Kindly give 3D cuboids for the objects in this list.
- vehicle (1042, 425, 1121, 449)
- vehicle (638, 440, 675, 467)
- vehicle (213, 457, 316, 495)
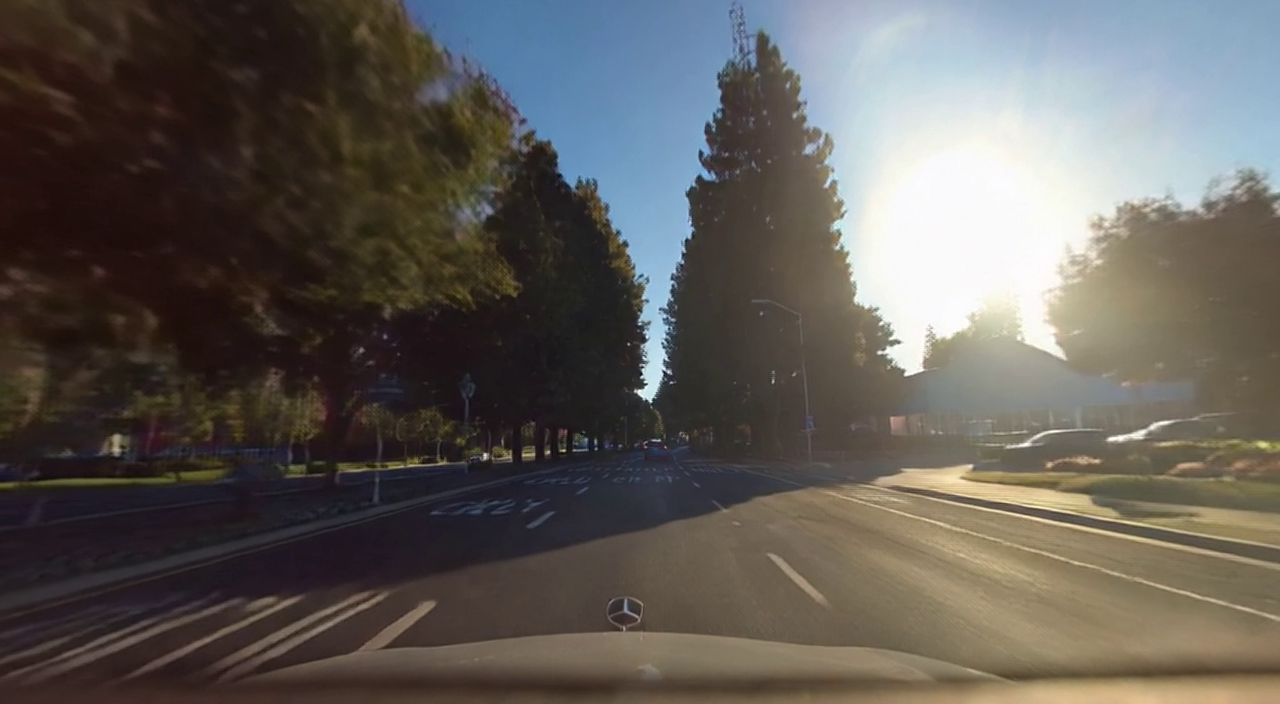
[{"bbox_3d":[31.722,6.153,45.199,4.051,1.475,1.949,-3,-9,2],"label":"vehicle"},{"bbox_3d":[0.978,6.148,38.157,2.144,1.505,4.128,0,-9,1],"label":"vehicle"},{"bbox_3d":[-16.796,5.544,28.401,1.836,1.469,4.444,0,-9,1],"label":"vehicle"}]
